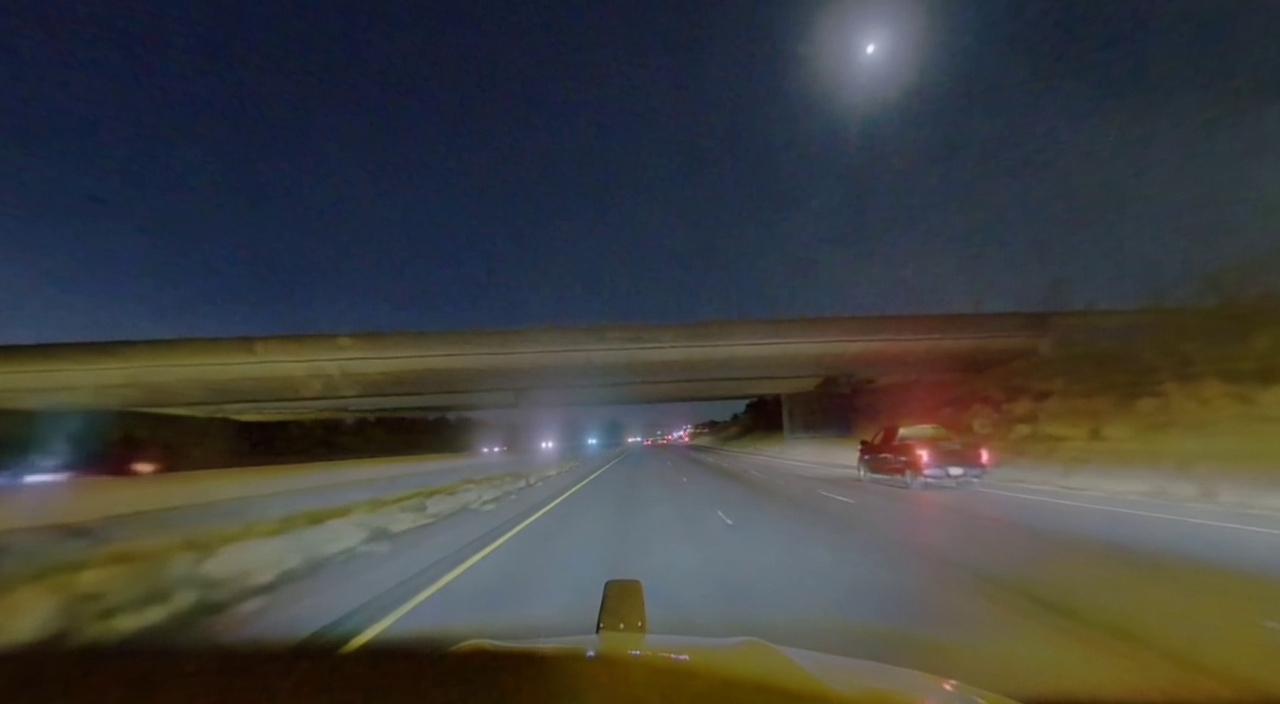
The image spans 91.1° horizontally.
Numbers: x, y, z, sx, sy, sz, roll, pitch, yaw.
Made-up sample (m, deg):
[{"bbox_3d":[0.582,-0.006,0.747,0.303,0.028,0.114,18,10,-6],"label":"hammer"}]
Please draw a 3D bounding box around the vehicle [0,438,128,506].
[{"bbox_3d":[-17.180,3.247,17.253,1.910,1.704,5.056,0,-8,0],"label":"vehicle"}]

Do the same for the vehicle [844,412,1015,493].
[{"bbox_3d":[8.182,2.934,18.583,2.362,2.037,5.409,0,-8,-1],"label":"vehicle"}]
